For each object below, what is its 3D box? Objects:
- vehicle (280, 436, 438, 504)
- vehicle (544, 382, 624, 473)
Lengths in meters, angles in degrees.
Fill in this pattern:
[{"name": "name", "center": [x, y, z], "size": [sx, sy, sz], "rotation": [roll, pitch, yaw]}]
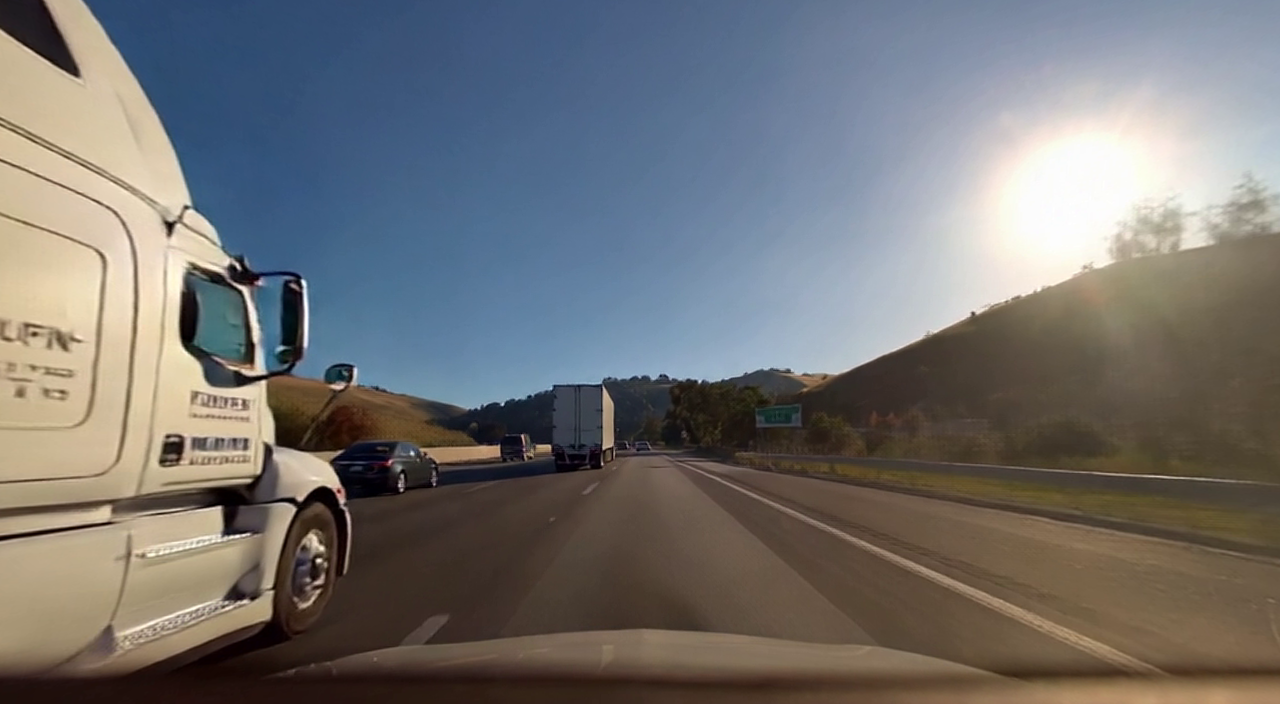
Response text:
[{"name": "vehicle", "center": [-7.009, 2.971, 16.368], "size": [1.911, 1.494, 4.555], "rotation": [-1, -8, 1]}, {"name": "vehicle", "center": [-2.896, 4.817, 38.552], "size": [3.202, 4.352, 16.251], "rotation": [0, -8, 1]}]
